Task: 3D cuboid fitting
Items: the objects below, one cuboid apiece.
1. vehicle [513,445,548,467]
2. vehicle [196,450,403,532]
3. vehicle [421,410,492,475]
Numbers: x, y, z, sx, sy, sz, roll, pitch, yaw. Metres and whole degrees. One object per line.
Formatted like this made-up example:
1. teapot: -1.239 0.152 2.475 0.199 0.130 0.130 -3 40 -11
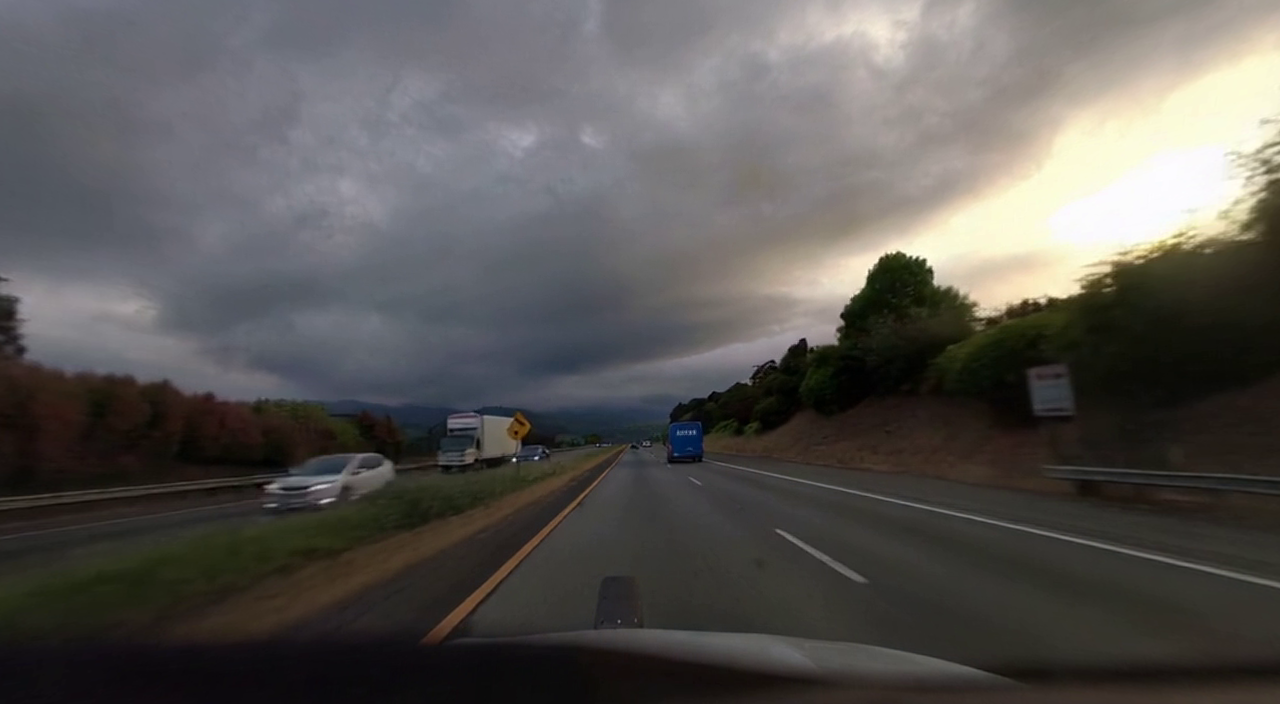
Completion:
1. vehicle: -8.286 7.897 47.968 1.891 1.534 4.239 0 -9 0
2. vehicle: -7.255 2.963 14.142 1.992 1.492 4.794 0 -9 0
3. vehicle: -12.237 6.140 42.600 2.994 4.015 6.170 0 -9 -1
